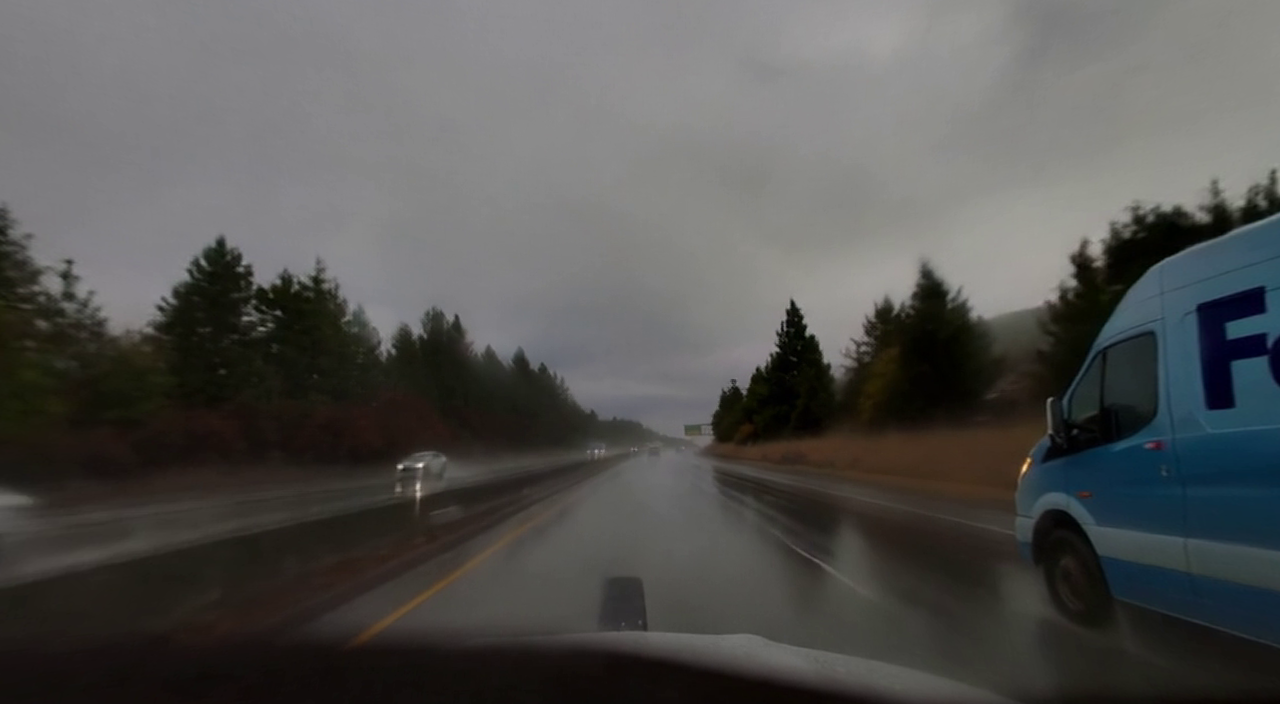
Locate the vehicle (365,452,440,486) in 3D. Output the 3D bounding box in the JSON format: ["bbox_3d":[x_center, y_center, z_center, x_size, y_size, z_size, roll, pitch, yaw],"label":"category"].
[{"bbox_3d":[-11.894,5.867,31.929,2.025,1.508,4.658,0,-9,0],"label":"vehicle"}]

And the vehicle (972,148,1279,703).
[{"bbox_3d":[3.924,0.314,1.788,2.522,2.556,6.180,0,-9,0],"label":"vehicle"}]
